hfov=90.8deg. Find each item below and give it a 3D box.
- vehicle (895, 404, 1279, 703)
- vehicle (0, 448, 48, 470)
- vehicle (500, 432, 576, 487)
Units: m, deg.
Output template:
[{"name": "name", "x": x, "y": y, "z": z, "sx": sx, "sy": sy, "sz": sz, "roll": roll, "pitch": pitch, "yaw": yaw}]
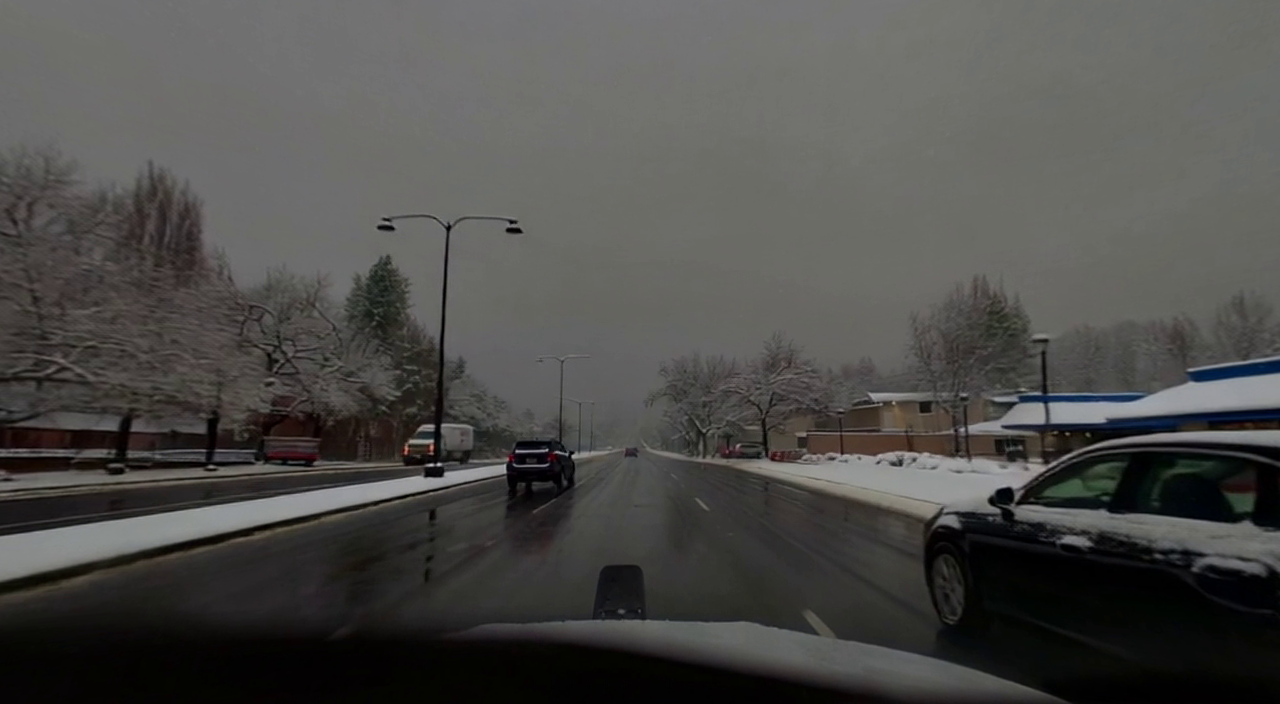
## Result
[{"name": "vehicle", "x": 3.326, "y": 1.100, "z": 3.278, "sx": 1.975, "sy": 1.502, "sz": 4.787, "roll": 0, "pitch": -9, "yaw": 0}, {"name": "vehicle", "x": -46.379, "y": 7.802, "z": 45.965, "sx": 1.808, "sy": 1.561, "sz": 4.918, "roll": 0, "pitch": -10, "yaw": -1}, {"name": "vehicle", "x": -3.641, "y": 3.940, "z": 23.446, "sx": 1.997, "sy": 1.806, "sz": 4.500, "roll": 0, "pitch": -9, "yaw": 1}]
